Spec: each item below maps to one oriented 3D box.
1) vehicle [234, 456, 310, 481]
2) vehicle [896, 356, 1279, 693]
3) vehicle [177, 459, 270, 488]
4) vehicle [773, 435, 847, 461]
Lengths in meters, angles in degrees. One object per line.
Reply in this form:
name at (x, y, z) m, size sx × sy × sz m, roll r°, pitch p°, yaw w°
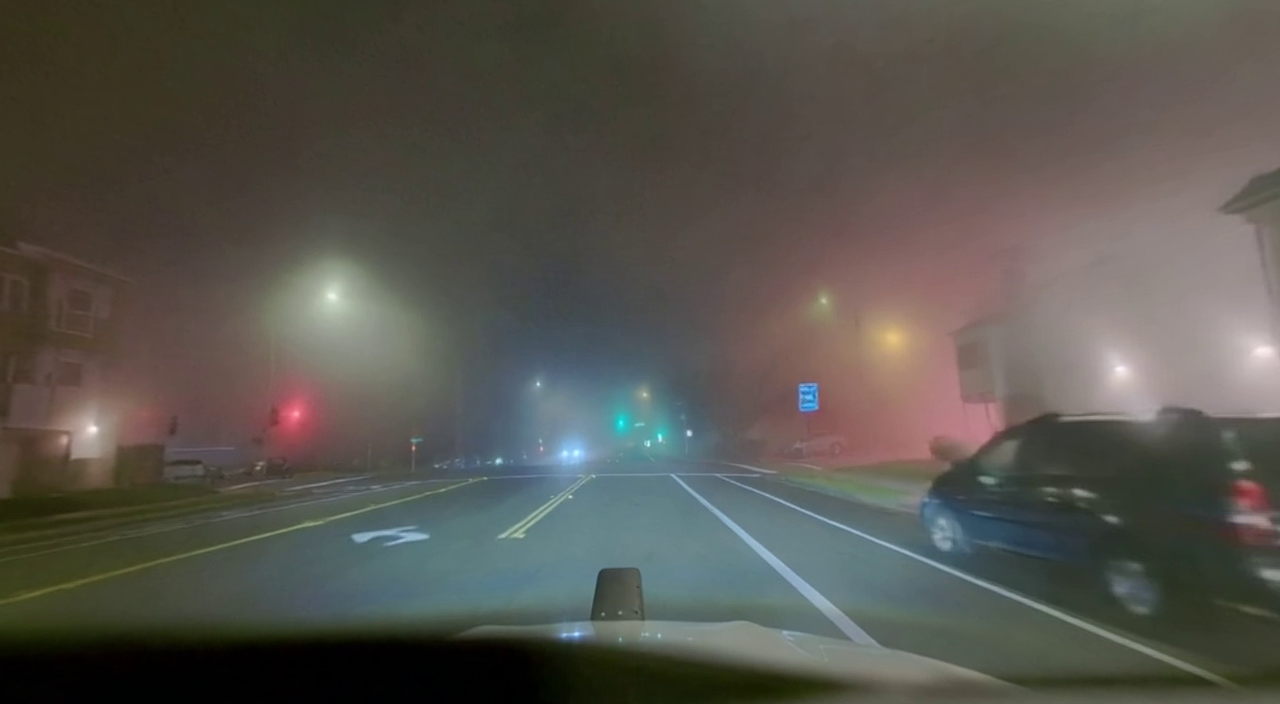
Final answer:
vehicle at (-25.874, 8.159, 44.479) m, size 4.185 × 1.550 × 1.937 m, roll -1°, pitch -6°, yaw 3°
vehicle at (4.477, 1.292, 5.898) m, size 2.052 × 1.859 × 4.778 m, roll 0°, pitch -8°, yaw -2°
vehicle at (-22.572, 6.578, 34.307) m, size 3.687 × 1.465 × 1.855 m, roll 0°, pitch -8°, yaw -1°
vehicle at (11.567, 6.569, 43.216) m, size 4.406 × 1.738 × 2.020 m, roll 0°, pitch -8°, yaw 0°
